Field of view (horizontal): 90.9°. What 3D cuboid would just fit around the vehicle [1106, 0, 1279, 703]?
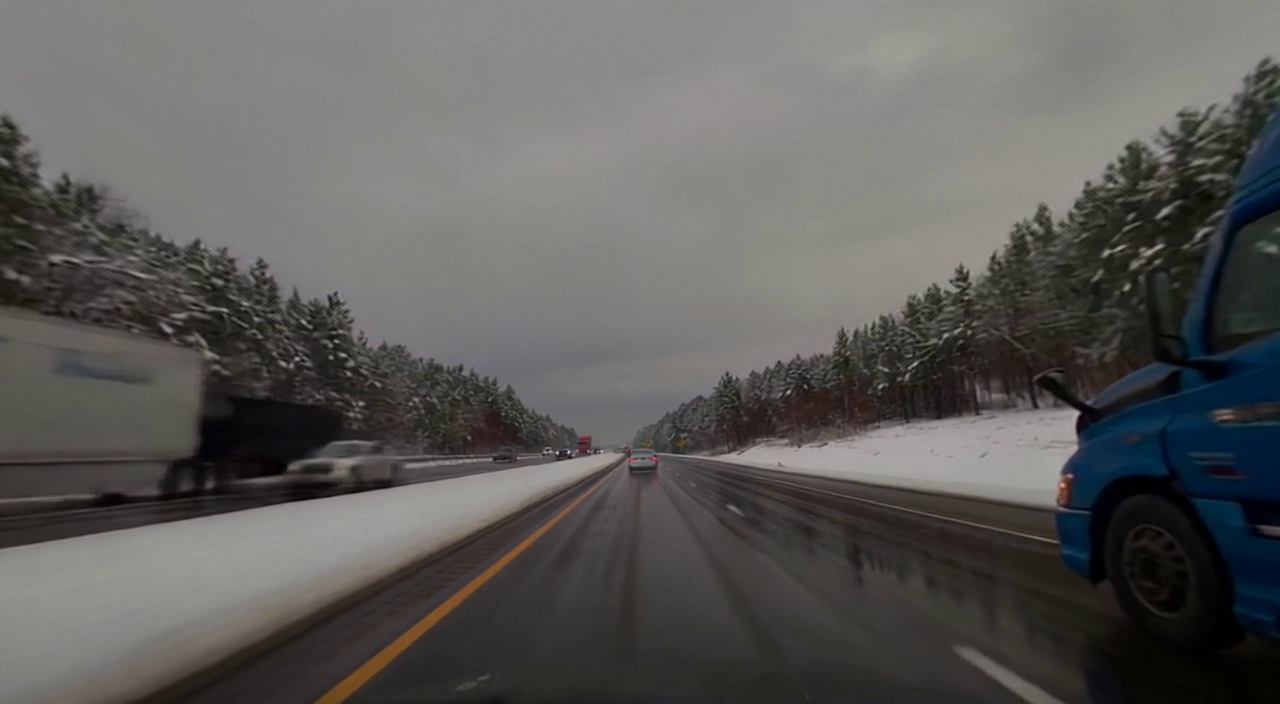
[{"bbox_3d":[4.367,-0.554,0.684,3.010,3.911,5.858,0,-9,0],"label":"vehicle"}]

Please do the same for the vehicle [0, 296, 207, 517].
[{"bbox_3d":[-13.167,0.994,11.548,2.977,3.982,10.269,0,-9,1],"label":"vehicle"}]

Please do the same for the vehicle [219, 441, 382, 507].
[{"bbox_3d":[-8.458,3.049,16.202,1.851,1.457,4.155,0,-9,0],"label":"vehicle"}]

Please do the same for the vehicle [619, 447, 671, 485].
[{"bbox_3d":[0.185,4.951,27.785,2.114,1.523,4.012,0,-9,-1],"label":"vehicle"}]
